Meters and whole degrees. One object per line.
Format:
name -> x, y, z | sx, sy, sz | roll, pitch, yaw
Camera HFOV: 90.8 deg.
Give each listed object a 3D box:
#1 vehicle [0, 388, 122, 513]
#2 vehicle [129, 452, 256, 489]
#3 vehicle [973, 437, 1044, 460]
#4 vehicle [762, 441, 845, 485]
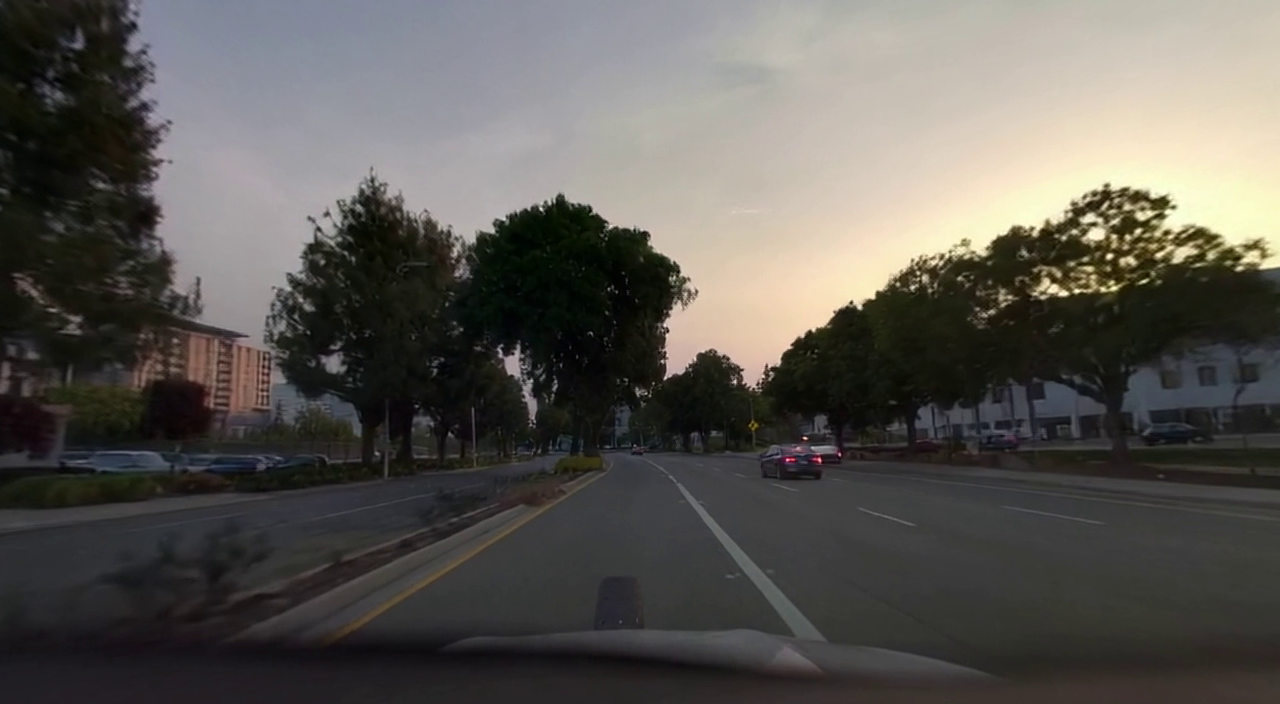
vehicle -> -21.405, 3.031, 19.390 | 8.324, 3.550, 2.670 | 0, -9, -2
vehicle -> -20.960, 5.559, 29.718 | 4.519, 1.614, 1.898 | -1, -9, 2
vehicle -> 24.222, 6.337, 41.578 | 3.603, 1.474, 1.634 | 0, -9, -2
vehicle -> 6.549, 4.481, 25.788 | 2.181, 1.639, 4.127 | 0, -9, -1
